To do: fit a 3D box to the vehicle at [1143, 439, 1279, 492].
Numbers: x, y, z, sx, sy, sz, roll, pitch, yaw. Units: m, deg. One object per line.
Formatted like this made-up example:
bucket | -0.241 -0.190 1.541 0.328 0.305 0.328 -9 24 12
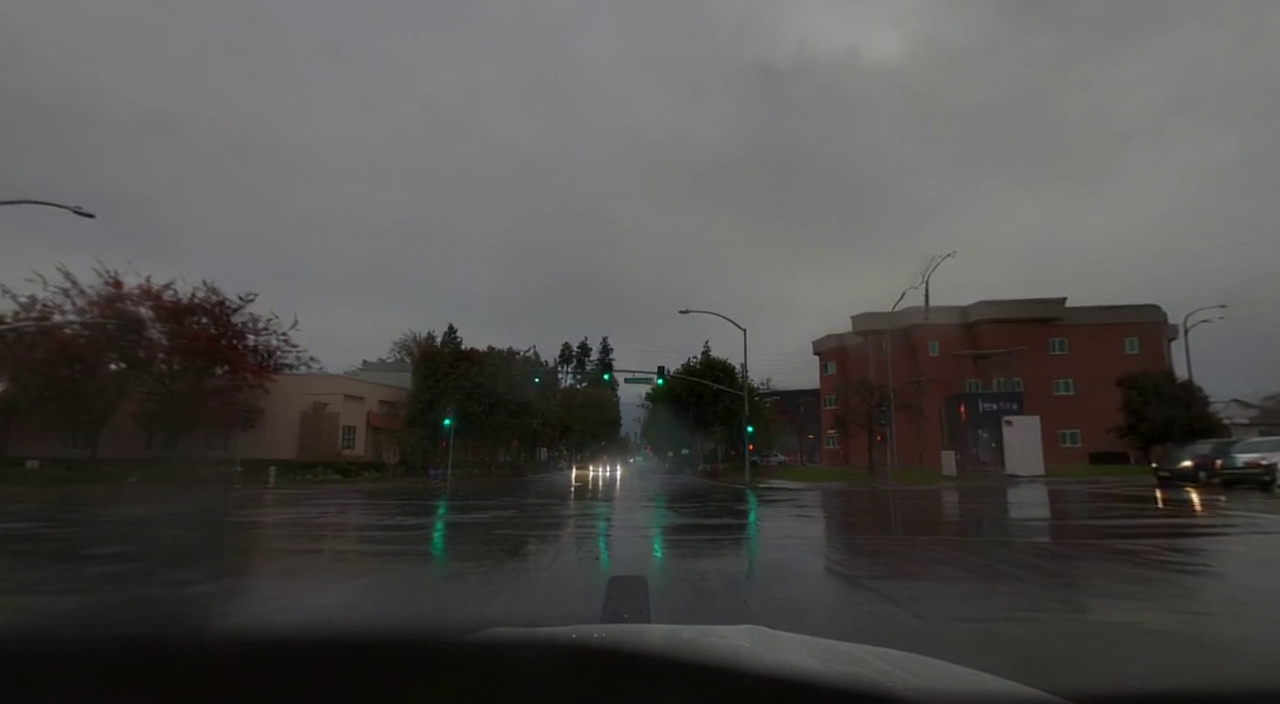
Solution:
vehicle | 20.194 3.826 21.393 4.483 1.691 1.949 0 -8 0
